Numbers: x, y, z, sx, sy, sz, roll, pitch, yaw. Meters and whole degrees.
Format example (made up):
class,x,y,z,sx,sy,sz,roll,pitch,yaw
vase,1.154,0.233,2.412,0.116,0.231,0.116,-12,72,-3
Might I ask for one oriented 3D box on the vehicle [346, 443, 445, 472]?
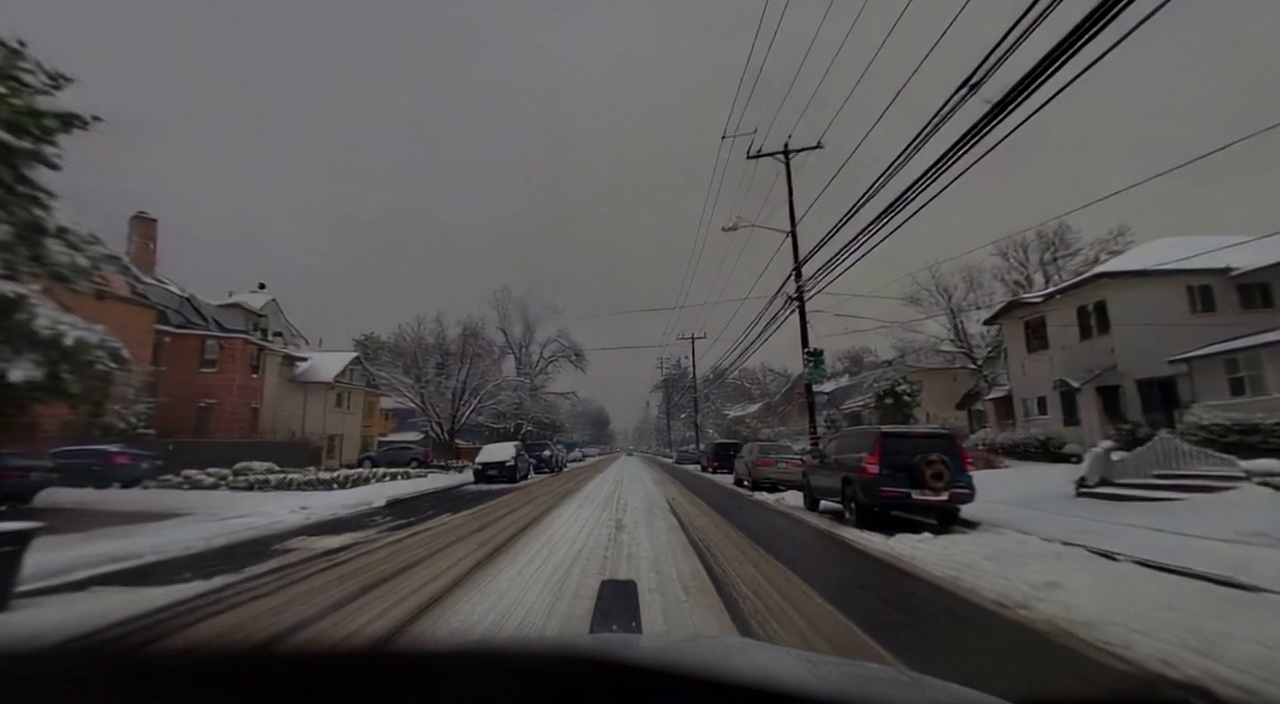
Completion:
class,x,y,z,sx,sy,sz,roll,pitch,yaw
vehicle,-13.150,5.671,34.118,4.556,1.510,1.843,0,-9,-1

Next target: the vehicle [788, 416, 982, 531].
class,x,y,z,sx,sy,sz,roll,pitch,yaw
vehicle,4.587,2.350,12.724,2.086,1.885,4.323,0,-9,-1

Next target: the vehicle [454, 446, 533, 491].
class,x,y,z,sx,sy,sz,roll,pitch,yaw
vehicle,-5.397,4.364,23.870,2.031,1.468,4.165,-2,-9,-1
